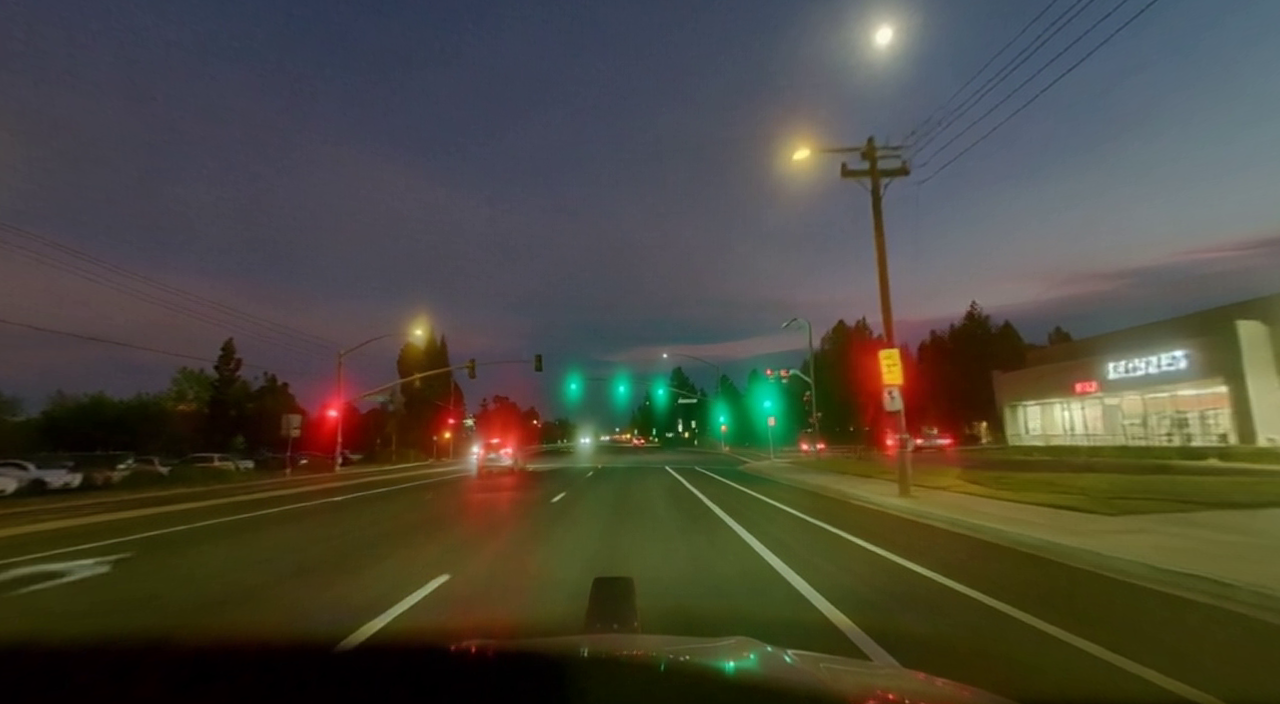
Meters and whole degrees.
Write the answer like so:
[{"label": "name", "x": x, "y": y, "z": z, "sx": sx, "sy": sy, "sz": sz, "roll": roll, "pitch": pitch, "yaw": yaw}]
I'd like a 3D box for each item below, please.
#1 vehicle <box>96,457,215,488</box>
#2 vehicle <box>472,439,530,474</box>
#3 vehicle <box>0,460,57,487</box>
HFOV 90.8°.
[{"label": "vehicle", "x": -24.743, "y": 6.158, "z": 32.363, "sx": 4.403, "sy": 1.465, "sz": 1.928, "roll": 0, "pitch": -8, "yaw": -3}, {"label": "vehicle", "x": -6.316, "y": 4.782, "z": 29.170, "sx": 1.928, "sy": 1.451, "sz": 4.219, "roll": 0, "pitch": -8, "yaw": -3}, {"label": "vehicle", "x": -40.074, "y": 7.909, "z": 41.457, "sx": 1.856, "sy": 1.500, "sz": 4.721, "roll": 5, "pitch": -10, "yaw": -34}]
